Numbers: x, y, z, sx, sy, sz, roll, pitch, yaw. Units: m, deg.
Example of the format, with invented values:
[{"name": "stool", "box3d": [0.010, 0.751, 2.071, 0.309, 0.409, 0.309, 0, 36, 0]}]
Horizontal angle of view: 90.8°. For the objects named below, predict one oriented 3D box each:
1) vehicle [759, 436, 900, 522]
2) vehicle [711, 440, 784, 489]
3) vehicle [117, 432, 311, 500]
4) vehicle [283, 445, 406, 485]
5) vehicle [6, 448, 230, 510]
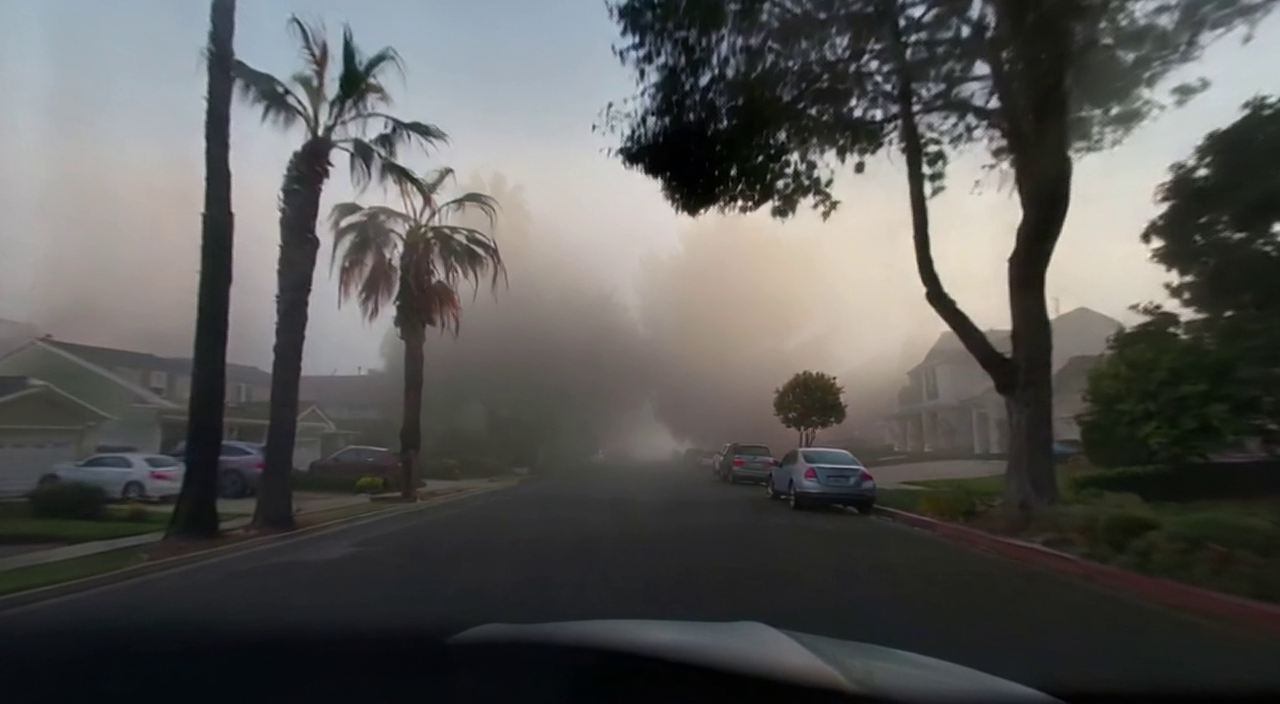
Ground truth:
[{"name": "vehicle", "box3d": [4.340, 2.968, 15.417, 1.971, 1.663, 5.076, 2, -9, 1]}, {"name": "vehicle", "box3d": [4.218, 4.524, 25.715, 2.166, 1.766, 5.186, 0, -9, 1]}, {"name": "vehicle", "box3d": [-13.309, 3.564, 19.983, 4.576, 1.977, 2.153, 0, -9, 3]}, {"name": "vehicle", "box3d": [-13.059, 5.014, 28.124, 4.448, 1.679, 1.972, 0, -9, 2]}, {"name": "vehicle", "box3d": [-13.457, 3.262, 16.474, 4.250, 1.469, 1.817, 0, -9, 3]}]
